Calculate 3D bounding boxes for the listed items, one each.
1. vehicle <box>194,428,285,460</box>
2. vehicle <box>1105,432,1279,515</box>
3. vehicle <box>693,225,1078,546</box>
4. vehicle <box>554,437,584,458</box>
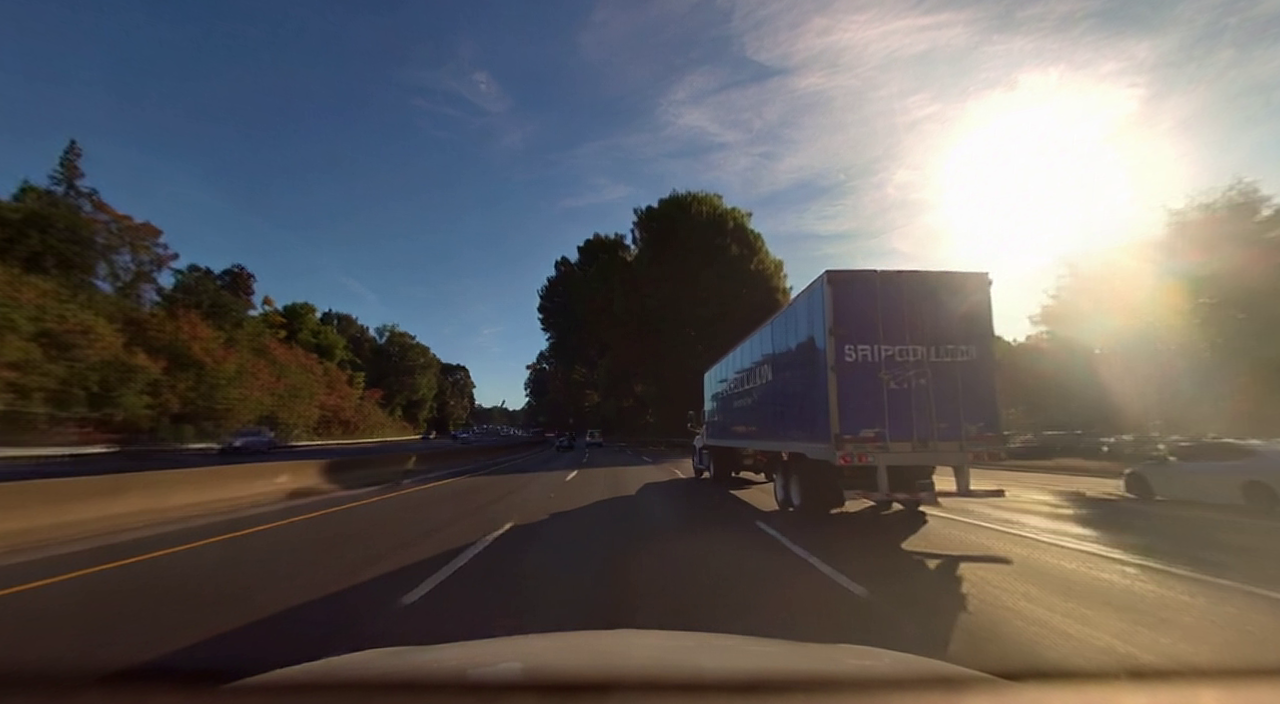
[{"bbox_3d":[-19.838,4.583,31.427,1.861,1.482,4.200,0,-8,-2],"label":"vehicle"},{"bbox_3d":[13.537,2.628,14.033,1.975,1.655,4.814,2,-8,-14],"label":"vehicle"},{"bbox_3d":[3.643,1.322,15.056,2.910,4.051,14.278,0,-8,-3],"label":"vehicle"},{"bbox_3d":[-5.443,7.336,48.613,2.030,1.547,3.862,0,-8,-3],"label":"vehicle"}]
